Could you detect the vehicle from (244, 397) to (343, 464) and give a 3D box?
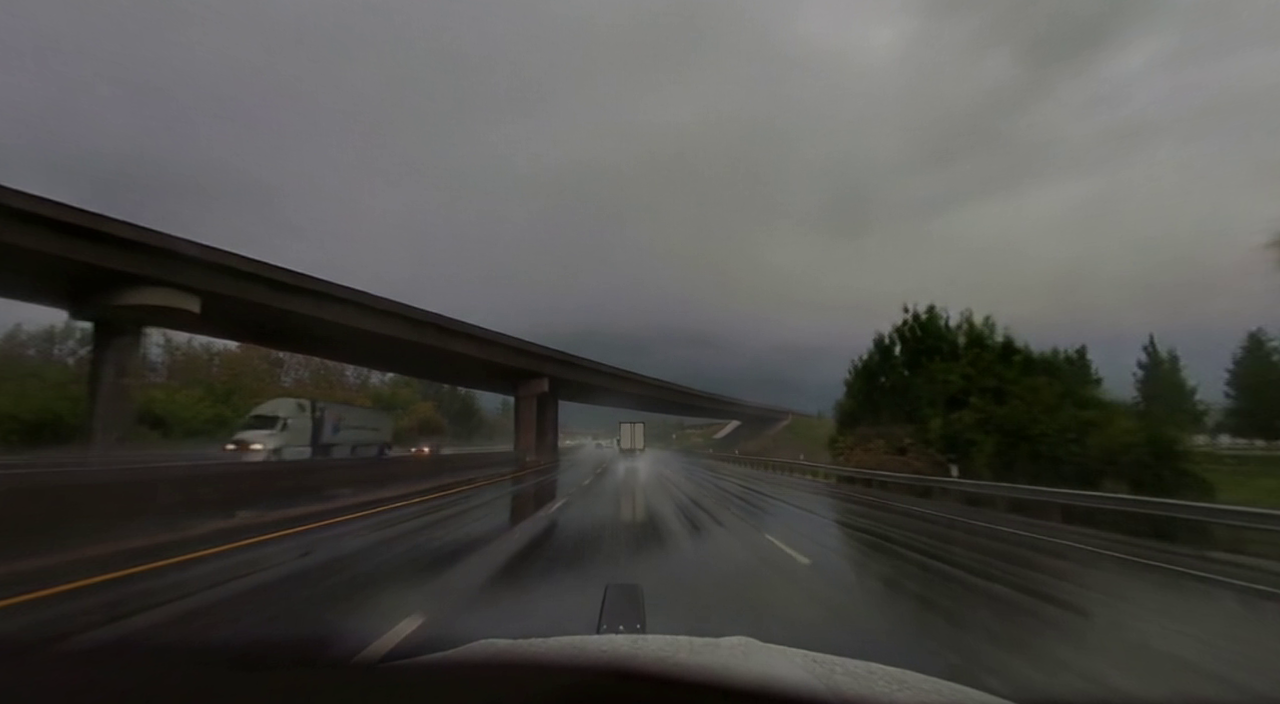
[{"bbox_3d":[-21.732,5.074,39.988,2.984,3.924,5.928,0,-9,-3],"label":"vehicle"}]
